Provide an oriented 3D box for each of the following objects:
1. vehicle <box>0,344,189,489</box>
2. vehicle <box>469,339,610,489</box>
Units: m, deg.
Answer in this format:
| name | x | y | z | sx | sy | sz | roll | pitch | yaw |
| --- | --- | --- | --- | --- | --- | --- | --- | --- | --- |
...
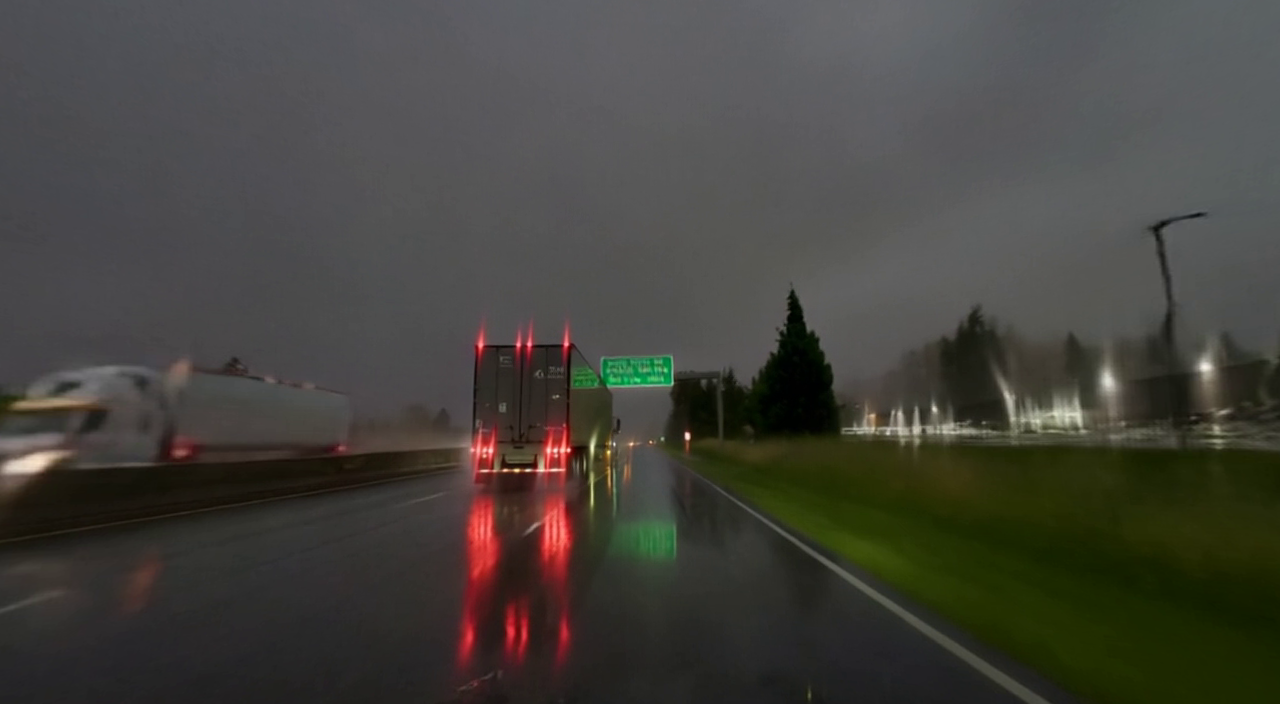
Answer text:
| name | x | y | z | sx | sy | sz | roll | pitch | yaw |
| --- | --- | --- | --- | --- | --- | --- | --- | --- | --- |
| vehicle | -18.130 | 2.133 | 20.087 | 2.973 | 3.958 | 5.603 | 0 | -8 | 1 |
| vehicle | -3.060 | 2.677 | 24.233 | 2.947 | 4.051 | 14.256 | -1 | -8 | 1 |
